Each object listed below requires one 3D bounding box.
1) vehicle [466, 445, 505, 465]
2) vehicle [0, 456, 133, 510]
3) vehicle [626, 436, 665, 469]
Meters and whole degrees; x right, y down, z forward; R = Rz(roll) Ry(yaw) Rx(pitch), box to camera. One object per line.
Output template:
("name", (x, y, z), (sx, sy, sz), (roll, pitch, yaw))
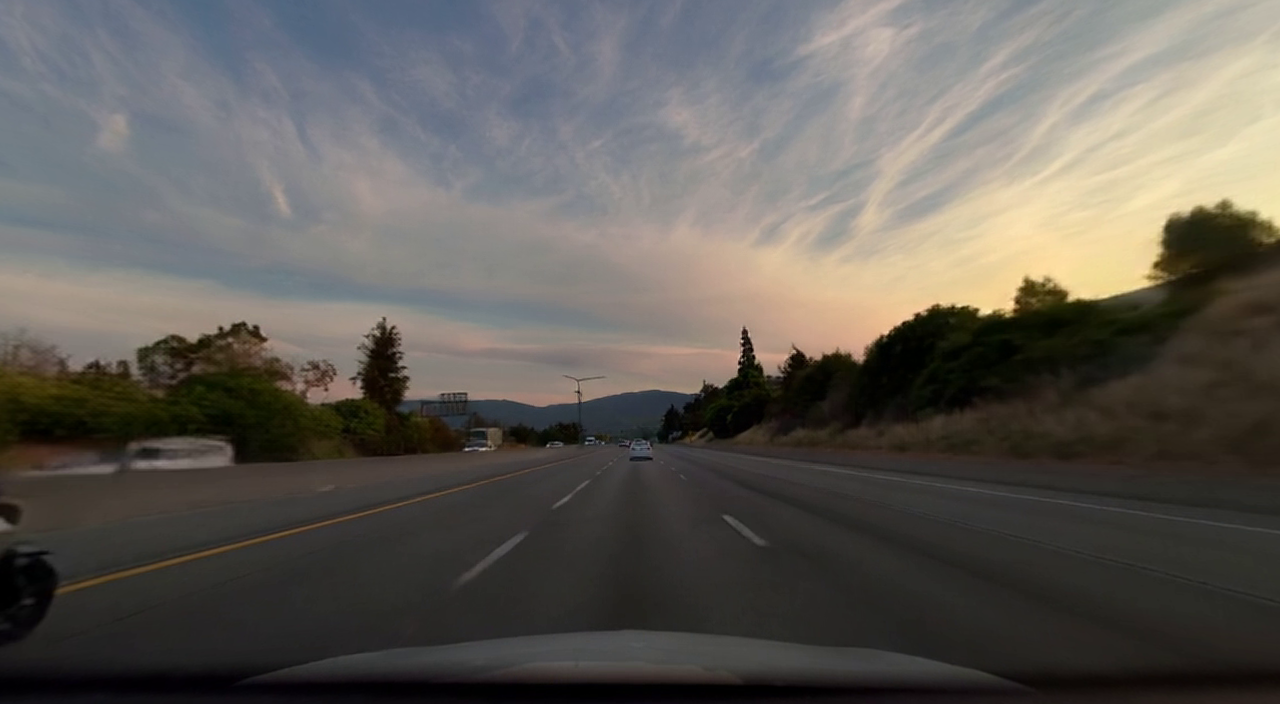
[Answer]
("vehicle", (-11.795, 7.904, 48.467), (1.866, 1.470, 4.358), (0, -9, 1))
("vehicle", (-19.022, 4.099, 20.168), (1.931, 1.454, 4.316), (0, -9, 0))
("vehicle", (0.321, 6.142, 38.571), (2.247, 1.825, 4.036), (0, -9, 0))
